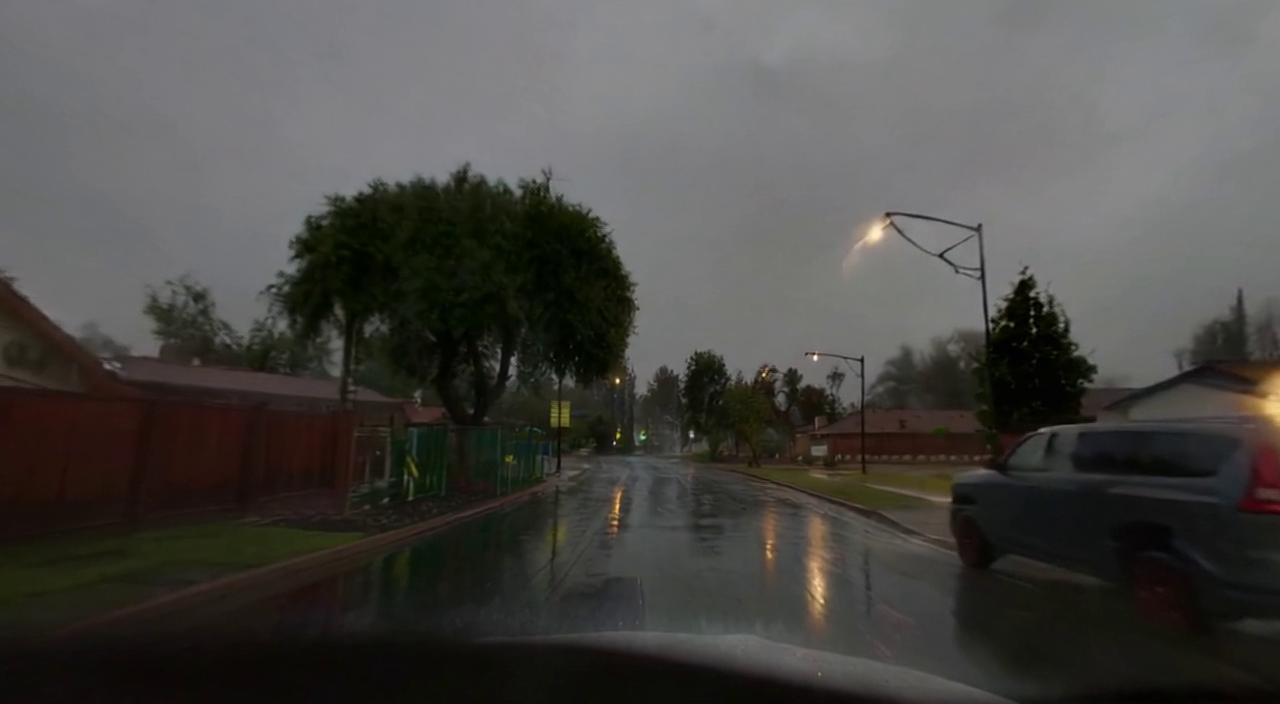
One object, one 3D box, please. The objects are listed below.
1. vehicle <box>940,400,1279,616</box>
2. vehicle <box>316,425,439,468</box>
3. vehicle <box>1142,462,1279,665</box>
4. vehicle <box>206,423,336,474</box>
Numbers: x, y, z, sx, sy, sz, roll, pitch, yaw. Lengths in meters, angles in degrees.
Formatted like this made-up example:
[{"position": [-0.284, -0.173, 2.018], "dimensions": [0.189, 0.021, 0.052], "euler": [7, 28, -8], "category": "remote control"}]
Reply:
[{"position": [6.640, 1.678, 7.506], "dimensions": [5.320, 1.978, 2.026], "euler": [2, -9, -13], "category": "vehicle"}, {"position": [-13.102, 4.745, 31.763], "dimensions": [5.127, 1.796, 2.045], "euler": [3, -8, 1], "category": "vehicle"}, {"position": [6.784, 1.625, 5.059], "dimensions": [4.319, 1.422, 1.974], "euler": [2, -9, -14], "category": "vehicle"}, {"position": [-13.950, 3.644, 24.217], "dimensions": [1.869, 1.646, 4.357], "euler": [3, -7, 8], "category": "vehicle"}]
